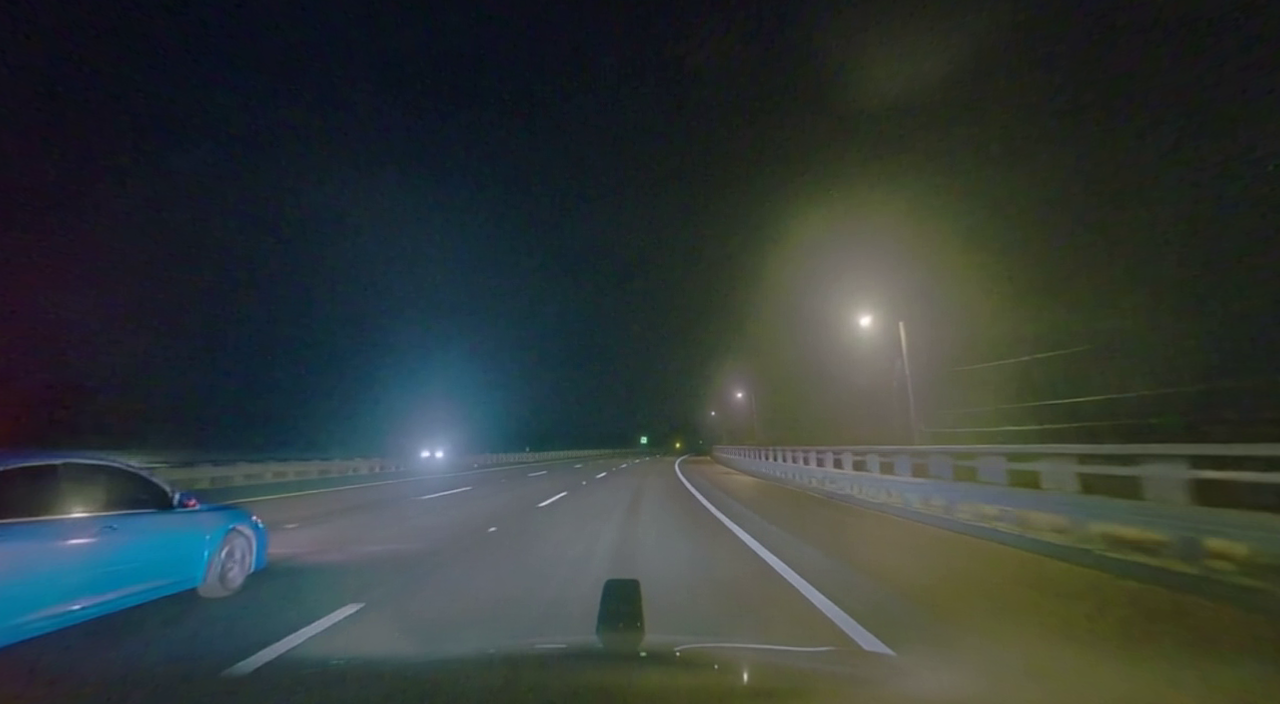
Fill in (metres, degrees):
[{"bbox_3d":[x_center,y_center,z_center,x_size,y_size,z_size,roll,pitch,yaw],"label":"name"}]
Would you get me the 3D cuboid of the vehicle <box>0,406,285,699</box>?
[{"bbox_3d":[-4.289,1.141,3.919,1.928,1.504,3.745,0,-9,0],"label":"vehicle"}]
